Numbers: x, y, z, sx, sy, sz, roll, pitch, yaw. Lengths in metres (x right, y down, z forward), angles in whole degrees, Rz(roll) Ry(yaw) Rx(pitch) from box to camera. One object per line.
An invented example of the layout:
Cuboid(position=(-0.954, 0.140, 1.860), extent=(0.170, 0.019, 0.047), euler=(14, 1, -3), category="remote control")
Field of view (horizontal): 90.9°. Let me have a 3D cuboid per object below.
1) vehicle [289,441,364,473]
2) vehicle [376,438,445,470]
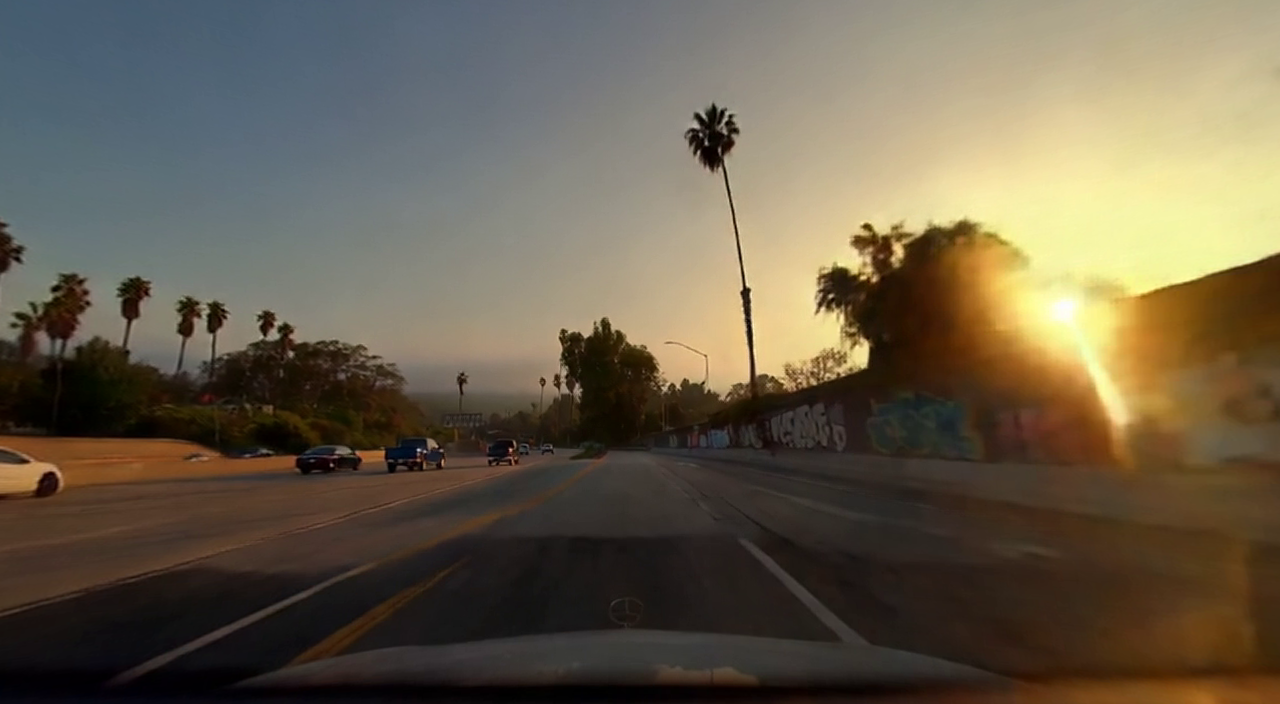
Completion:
Cuboid(position=(-18.472, 6.194, 37.462), extent=(2.078, 1.802, 4.723), euler=(0, -8, -1), category="vehicle")
Cuboid(position=(-14.609, 6.517, 40.529), extent=(2.272, 1.882, 5.941), euler=(0, -9, -1), category="vehicle")
